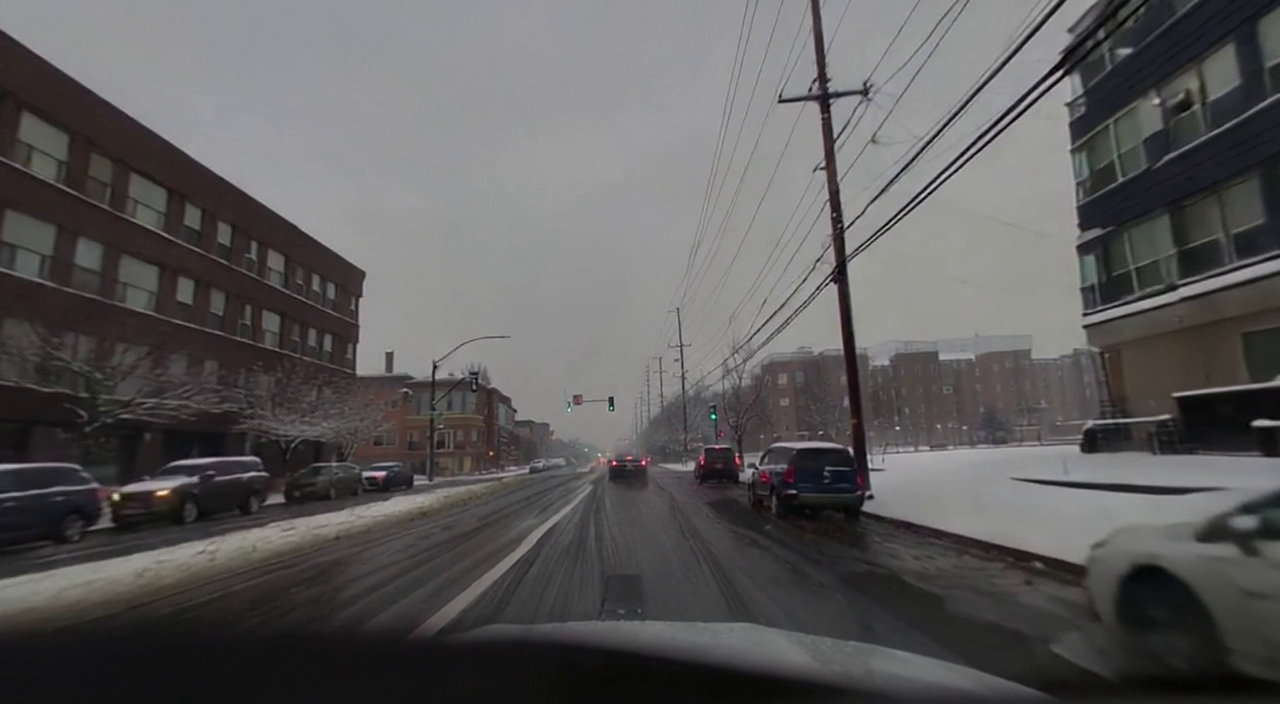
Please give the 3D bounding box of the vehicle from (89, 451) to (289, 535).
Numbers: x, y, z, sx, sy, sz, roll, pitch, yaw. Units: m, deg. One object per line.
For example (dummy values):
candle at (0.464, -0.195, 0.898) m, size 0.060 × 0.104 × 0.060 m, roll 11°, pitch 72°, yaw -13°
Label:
vehicle at (-11.857, 3.659, 17.163) m, size 1.997 × 1.918 × 4.736 m, roll 0°, pitch -9°, yaw -1°

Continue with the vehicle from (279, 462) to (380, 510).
vehicle at (-11.958, 5.138, 24.649) m, size 2.004 × 1.526 × 3.807 m, roll -3°, pitch -9°, yaw 0°

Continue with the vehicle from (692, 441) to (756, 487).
vehicle at (3.791, 5.192, 29.575) m, size 2.248 × 1.945 × 5.011 m, roll 0°, pitch -9°, yaw -1°

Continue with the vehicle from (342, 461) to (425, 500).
vehicle at (-11.914, 5.948, 29.698) m, size 1.910 × 1.498 × 4.662 m, roll -3°, pitch -9°, yaw 1°

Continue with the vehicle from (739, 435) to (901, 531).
vehicle at (3.734, 2.816, 14.168) m, size 2.186 × 1.764 × 4.470 m, roll 0°, pitch -9°, yaw -2°

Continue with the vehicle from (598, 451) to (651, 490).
vehicle at (-0.570, 4.836, 26.144) m, size 2.019 × 1.453 × 4.129 m, roll 0°, pitch -9°, yaw 0°

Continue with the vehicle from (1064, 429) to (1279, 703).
vehicle at (4.056, 1.002, 2.280) m, size 1.956 × 1.489 × 4.441 m, roll 0°, pitch -9°, yaw 0°

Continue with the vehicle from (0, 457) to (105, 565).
vehicle at (-11.856, 2.657, 10.389) m, size 2.039 × 1.781 × 4.536 m, roll 0°, pitch -9°, yaw 1°
